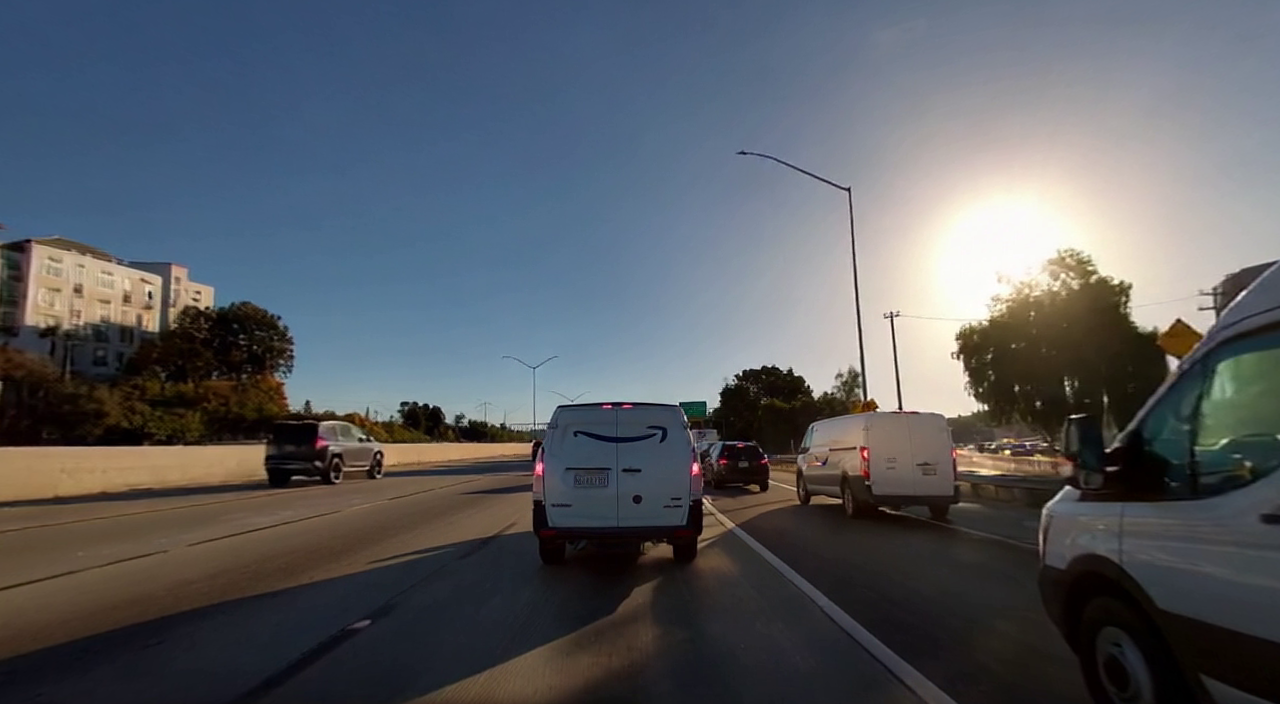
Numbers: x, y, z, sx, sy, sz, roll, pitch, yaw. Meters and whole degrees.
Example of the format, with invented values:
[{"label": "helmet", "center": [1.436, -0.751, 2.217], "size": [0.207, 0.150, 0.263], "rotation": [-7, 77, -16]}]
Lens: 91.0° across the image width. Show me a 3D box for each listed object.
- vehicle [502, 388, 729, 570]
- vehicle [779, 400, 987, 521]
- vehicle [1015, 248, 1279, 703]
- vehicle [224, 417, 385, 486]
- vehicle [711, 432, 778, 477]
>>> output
[{"label": "vehicle", "center": [-0.217, 1.610, 8.639], "size": [2.287, 1.823, 4.369], "rotation": [0, -8, 1]}, {"label": "vehicle", "center": [4.642, 2.203, 13.217], "size": [2.179, 1.999, 5.331], "rotation": [1, -8, -1]}, {"label": "vehicle", "center": [3.094, 0.451, 0.565], "size": [2.341, 1.890, 5.144], "rotation": [0, -8, 0]}, {"label": "vehicle", "center": [-10.338, 3.136, 20.047], "size": [2.232, 1.882, 5.128], "rotation": [0, -8, 0]}, {"label": "vehicle", "center": [4.299, 4.293, 26.586], "size": [2.064, 1.720, 4.416], "rotation": [0, -8, 0]}]
